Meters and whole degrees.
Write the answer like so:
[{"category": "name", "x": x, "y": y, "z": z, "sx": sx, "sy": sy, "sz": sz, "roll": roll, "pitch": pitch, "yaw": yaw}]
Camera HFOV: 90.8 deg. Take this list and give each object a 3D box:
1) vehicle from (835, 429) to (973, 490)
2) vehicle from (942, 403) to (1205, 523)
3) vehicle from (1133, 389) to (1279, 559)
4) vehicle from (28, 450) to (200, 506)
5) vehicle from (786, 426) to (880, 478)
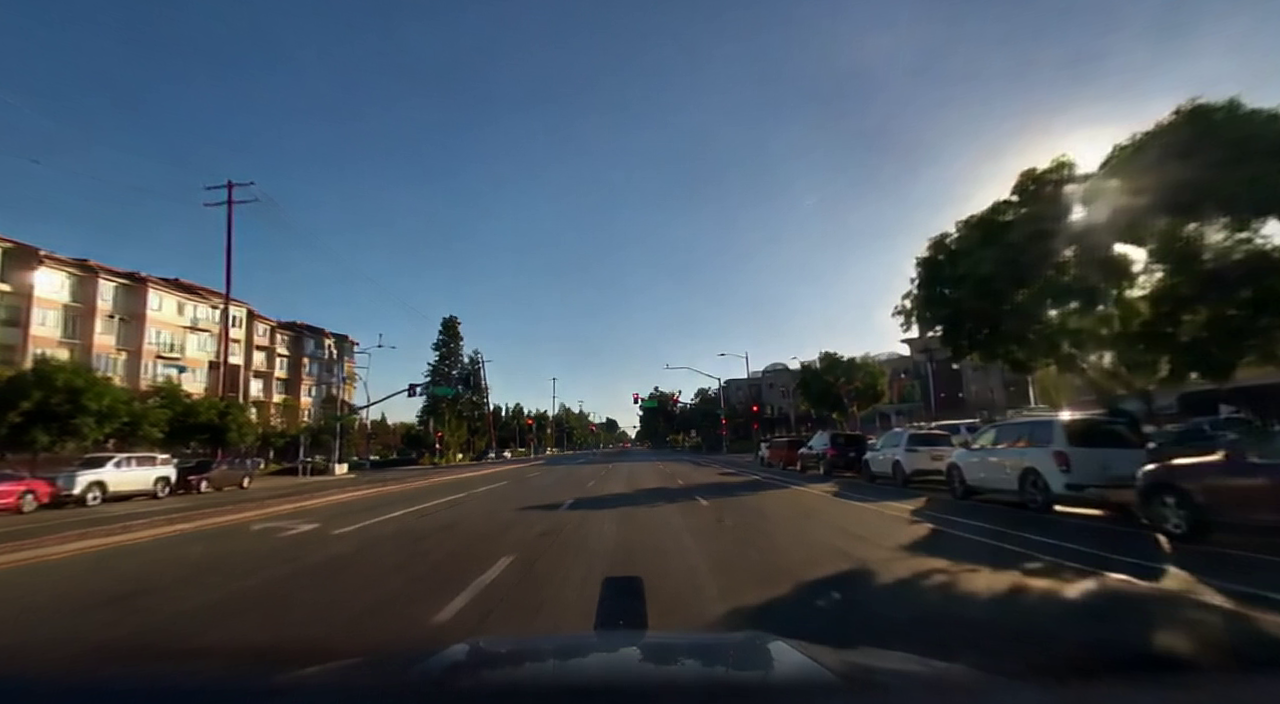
[{"category": "vehicle", "x": 7.892, "y": 3.267, "z": 19.488, "sx": 1.987, "sy": 1.628, "sz": 4.712, "roll": 0, "pitch": -9, "yaw": -3}, {"category": "vehicle", "x": 8.135, "y": 2.136, "z": 12.591, "sx": 1.870, "sy": 1.912, "sz": 4.657, "roll": 0, "pitch": -9, "yaw": 0}, {"category": "vehicle", "x": 7.960, "y": 1.239, "z": 6.327, "sx": 2.034, "sy": 1.822, "sz": 4.953, "roll": 0, "pitch": -9, "yaw": 0}, {"category": "vehicle", "x": -22.287, "y": 5.312, "z": 27.267, "sx": 2.328, "sy": 1.929, "sz": 6.055, "roll": -4, "pitch": -9, "yaw": 0}, {"category": "vehicle", "x": 7.650, "y": 4.054, "z": 25.698, "sx": 2.130, "sy": 1.877, "sz": 5.334, "roll": 0, "pitch": -9, "yaw": 0}]
